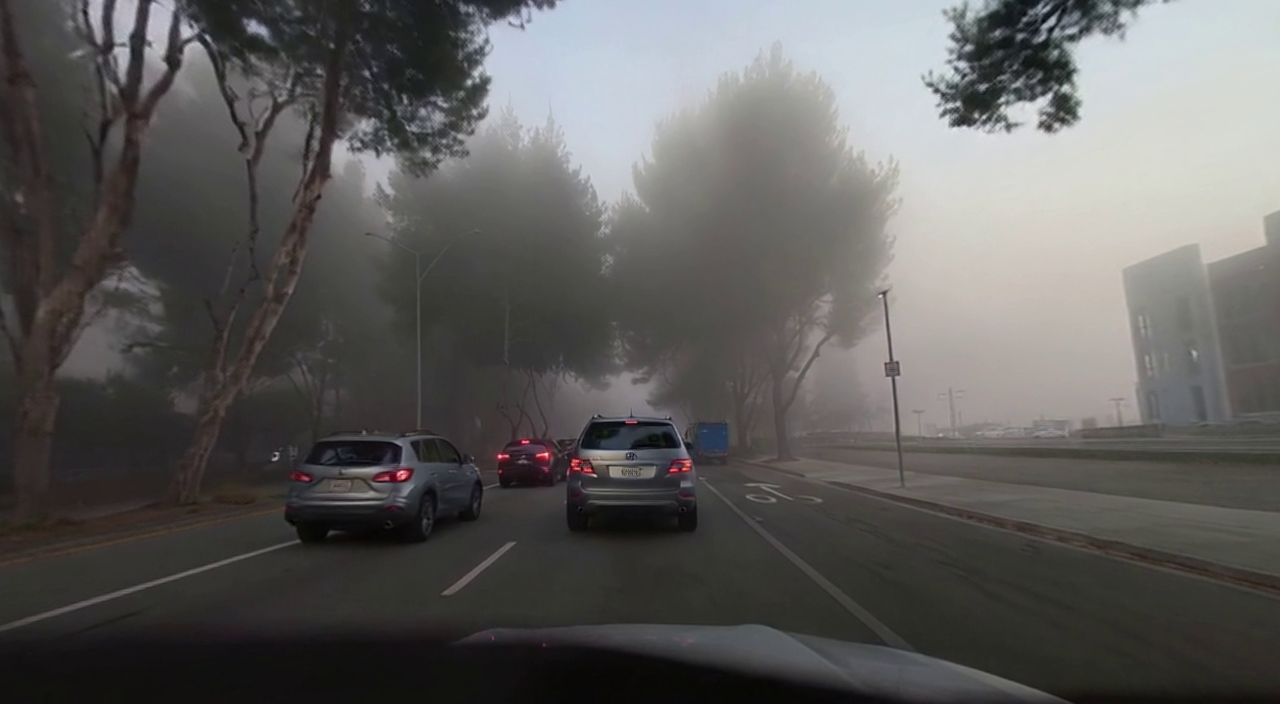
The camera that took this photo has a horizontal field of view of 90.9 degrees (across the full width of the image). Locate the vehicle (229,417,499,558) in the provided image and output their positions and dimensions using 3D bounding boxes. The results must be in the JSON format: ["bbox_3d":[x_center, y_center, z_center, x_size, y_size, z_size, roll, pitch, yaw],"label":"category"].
[{"bbox_3d":[-3.750,1.921,9.727,1.959,1.614,4.676,0,-8,1],"label":"vehicle"}]

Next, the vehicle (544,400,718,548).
[{"bbox_3d":[-0.089,1.757,9.627,2.075,1.770,4.018,0,-8,1],"label":"vehicle"}]
